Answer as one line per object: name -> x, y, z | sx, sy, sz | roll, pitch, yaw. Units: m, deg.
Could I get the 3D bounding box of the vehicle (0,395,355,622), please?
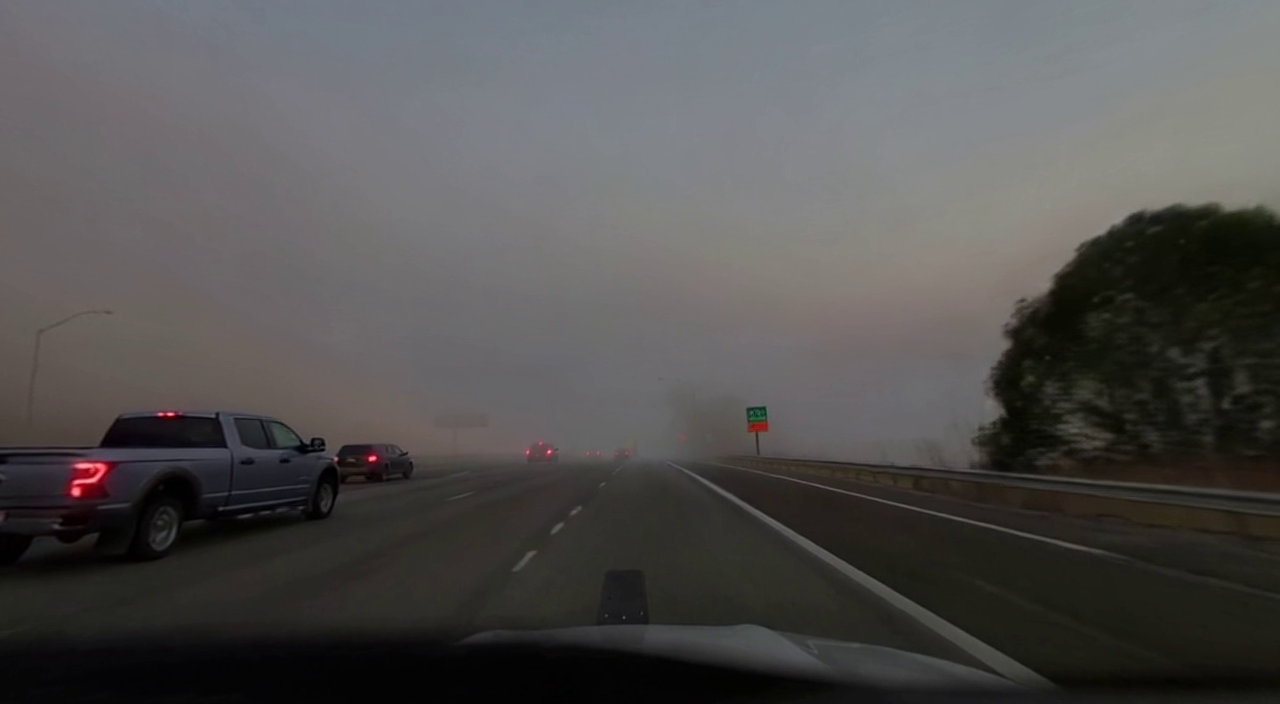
vehicle -> -6.249, 1.667, 7.932 | 2.403, 1.773, 6.276 | 0, -8, 0

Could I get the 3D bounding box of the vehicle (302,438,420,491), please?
vehicle -> -9.712, 3.924, 22.442 | 2.060, 1.662, 4.469 | 0, -8, 1

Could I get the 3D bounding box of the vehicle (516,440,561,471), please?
vehicle -> -6.151, 6.302, 38.608 | 2.009, 1.735, 4.358 | 0, -8, 0
